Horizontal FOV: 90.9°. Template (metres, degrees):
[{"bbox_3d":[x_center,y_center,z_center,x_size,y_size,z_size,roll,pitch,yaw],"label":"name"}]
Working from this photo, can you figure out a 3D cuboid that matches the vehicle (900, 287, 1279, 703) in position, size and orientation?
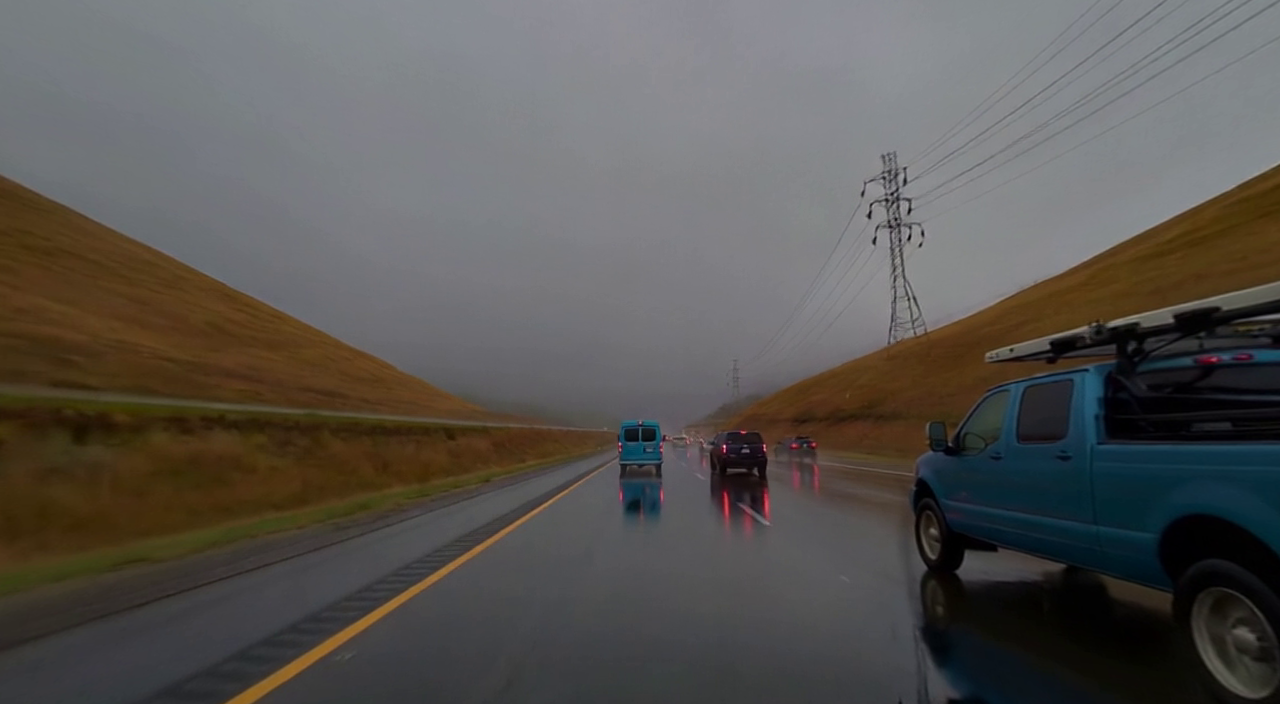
[{"bbox_3d":[3.851,0.798,3.126,2.691,1.901,5.744,0,-8,0],"label":"vehicle"}]

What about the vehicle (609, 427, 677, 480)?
[{"bbox_3d":[0.123,3.763,23.559,2.268,1.772,4.523,0,-8,1],"label":"vehicle"}]

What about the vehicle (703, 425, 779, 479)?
[{"bbox_3d":[3.673,3.735,23.819,2.139,1.821,4.480,0,-8,0],"label":"vehicle"}]
